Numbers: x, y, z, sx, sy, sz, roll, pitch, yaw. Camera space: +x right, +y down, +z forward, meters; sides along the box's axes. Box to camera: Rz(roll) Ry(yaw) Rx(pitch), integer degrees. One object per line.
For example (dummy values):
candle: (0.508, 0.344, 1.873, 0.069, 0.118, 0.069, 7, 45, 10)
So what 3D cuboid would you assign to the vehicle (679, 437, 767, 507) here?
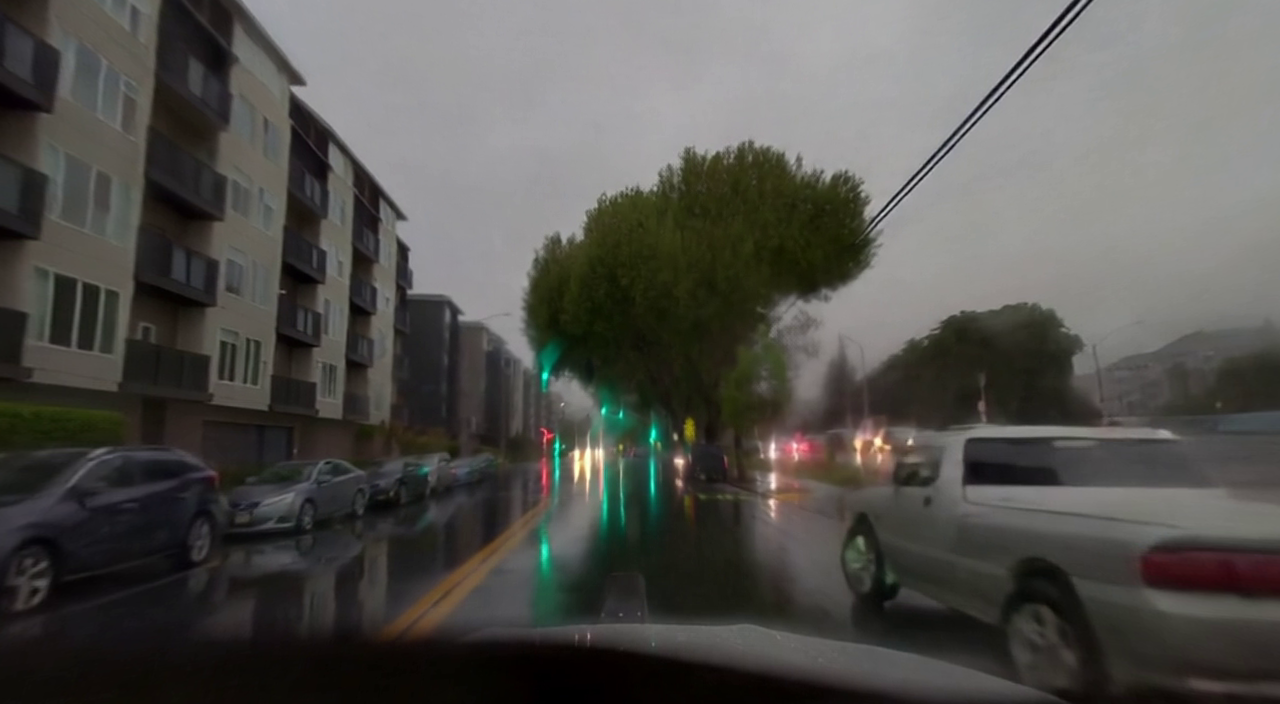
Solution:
vehicle: (2.496, 3.723, 20.320, 2.034, 1.689, 4.978, 0, -5, -2)

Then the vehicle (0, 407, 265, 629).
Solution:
vehicle: (-6.354, 1.606, 6.747, 1.993, 1.817, 4.619, 0, -8, -2)

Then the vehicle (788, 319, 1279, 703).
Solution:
vehicle: (2.878, 1.089, 4.642, 2.408, 1.815, 4.462, 0, -8, -1)

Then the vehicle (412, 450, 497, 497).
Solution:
vehicle: (-6.765, 4.447, 23.551, 1.934, 1.484, 4.630, 0, -8, -2)

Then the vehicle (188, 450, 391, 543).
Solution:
vehicle: (-6.667, 2.728, 12.673, 1.789, 1.462, 4.313, 0, -8, -3)
